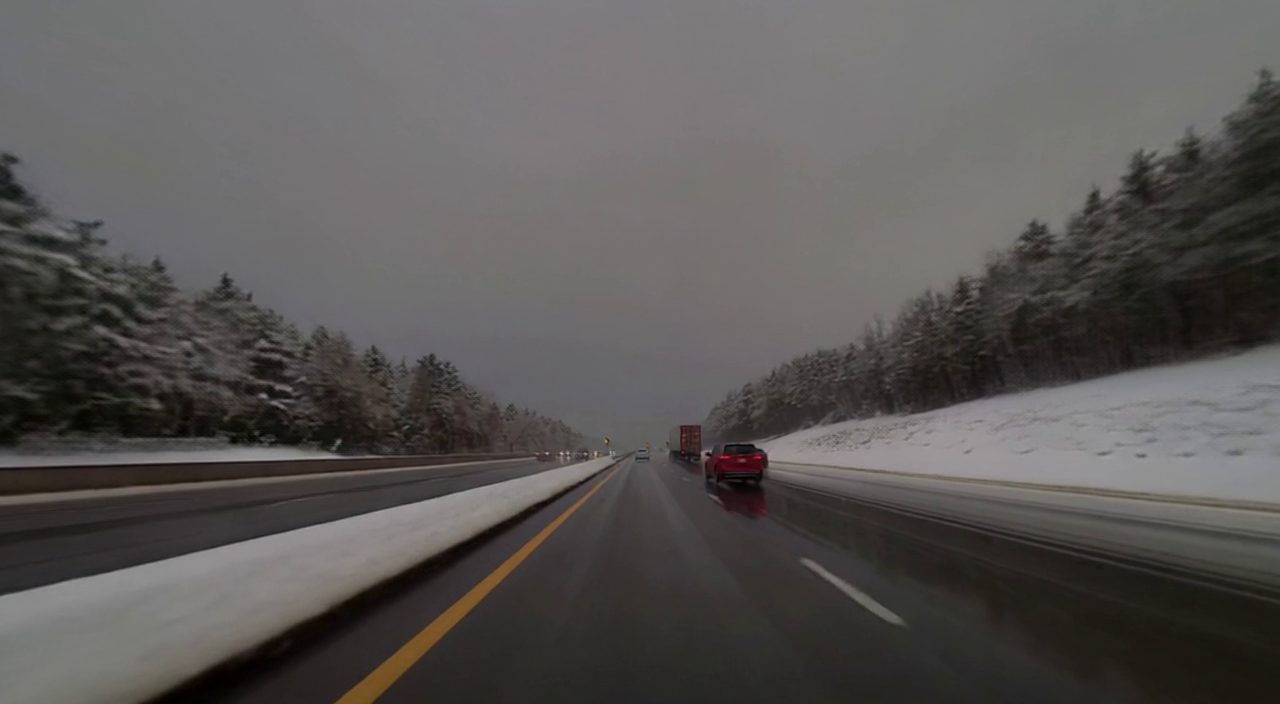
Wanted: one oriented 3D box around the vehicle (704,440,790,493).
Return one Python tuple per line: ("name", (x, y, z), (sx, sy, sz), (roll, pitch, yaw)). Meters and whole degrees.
("vehicle", (3.655, 3.998, 22.435), (2.130, 1.658, 4.537), (0, -9, -2))
